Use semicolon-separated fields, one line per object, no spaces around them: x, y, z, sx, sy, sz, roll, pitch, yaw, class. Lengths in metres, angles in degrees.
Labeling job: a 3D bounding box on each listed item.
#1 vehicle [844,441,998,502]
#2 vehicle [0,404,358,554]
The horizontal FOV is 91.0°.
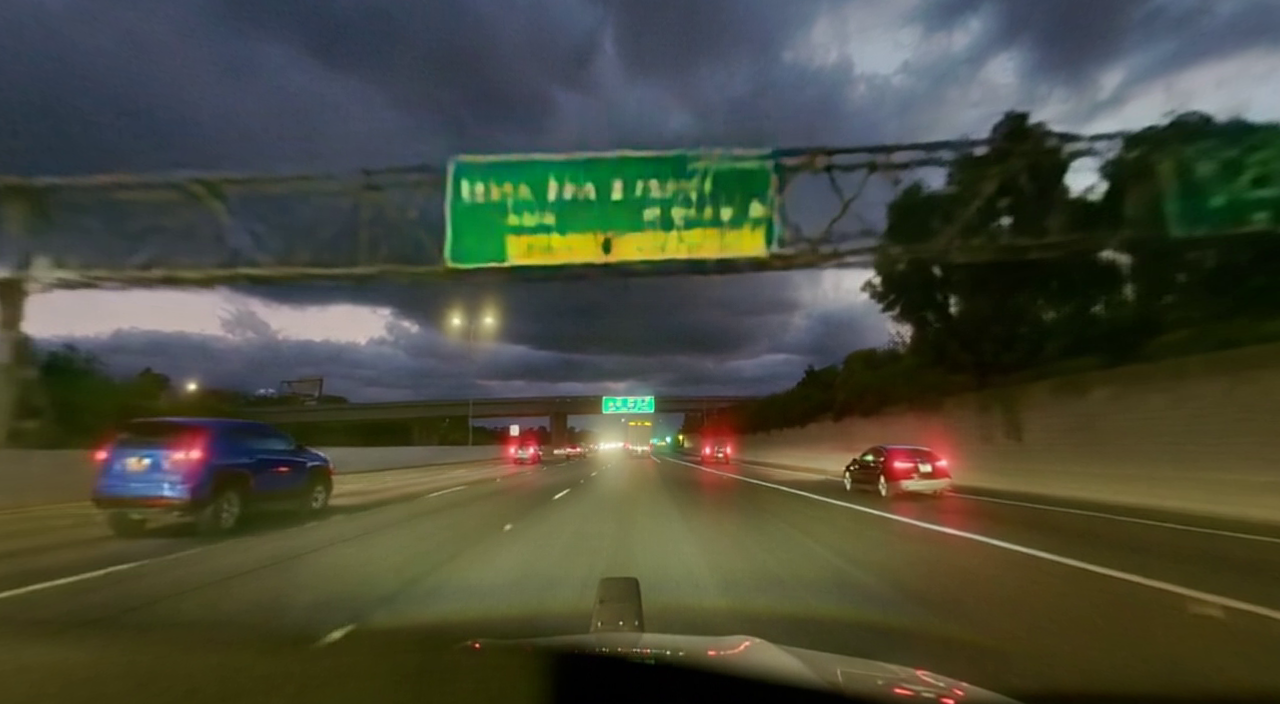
7.829;3.348;18.154;2.075;1.510;4.569;1;-9;-4;vehicle
-6.710;1.875;9.960;2.179;1.753;4.999;0;-9;0;vehicle
